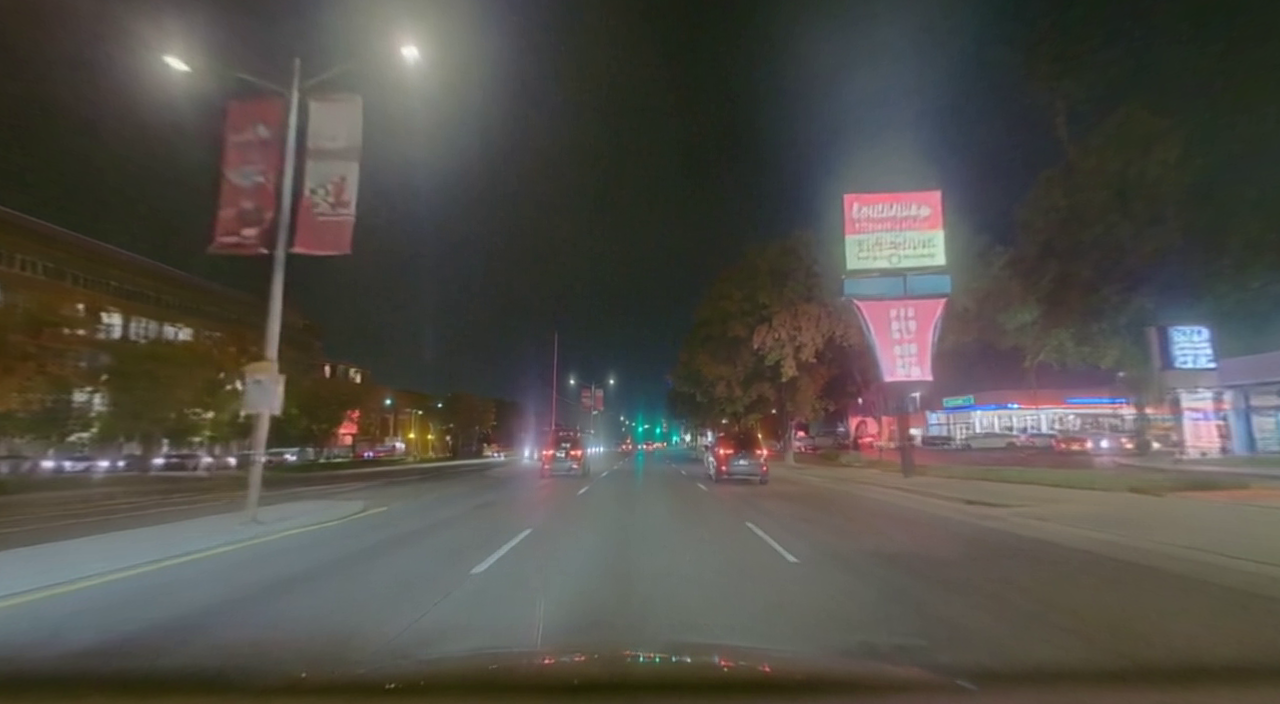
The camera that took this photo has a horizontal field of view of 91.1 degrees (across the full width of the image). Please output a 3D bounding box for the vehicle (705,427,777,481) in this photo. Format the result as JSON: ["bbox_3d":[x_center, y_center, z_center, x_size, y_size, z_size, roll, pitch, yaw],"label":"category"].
[{"bbox_3d":[3.856,3.986,24.765,2.024,1.921,4.431,0,-8,-1],"label":"vehicle"}]

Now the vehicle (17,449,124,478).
[{"bbox_3d":[-36.481,7.116,40.418,2.102,1.730,5.018,0,-8,1],"label":"vehicle"}]

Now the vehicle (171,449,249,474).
[{"bbox_3d":[-33.133,8.426,48.615,2.099,1.792,5.422,0,-8,2],"label":"vehicle"}]

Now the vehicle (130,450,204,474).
[{"bbox_3d":[-36.473,8.438,48.566,2.124,1.713,4.465,0,-8,2],"label":"vehicle"}]

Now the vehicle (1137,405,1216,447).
[{"bbox_3d":[33.589,4.666,39.353,2.852,2.462,2.062,-1,-9,0],"label":"vehicle"}]

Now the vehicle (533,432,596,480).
[{"bbox_3d":[-3.018,4.269,26.036,2.014,1.775,4.404,0,-8,1],"label":"vehicle"}]

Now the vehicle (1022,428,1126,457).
[{"bbox_3d":[27.204,5.707,39.462,4.699,1.608,2.379,-2,-9,-2],"label":"vehicle"}]
